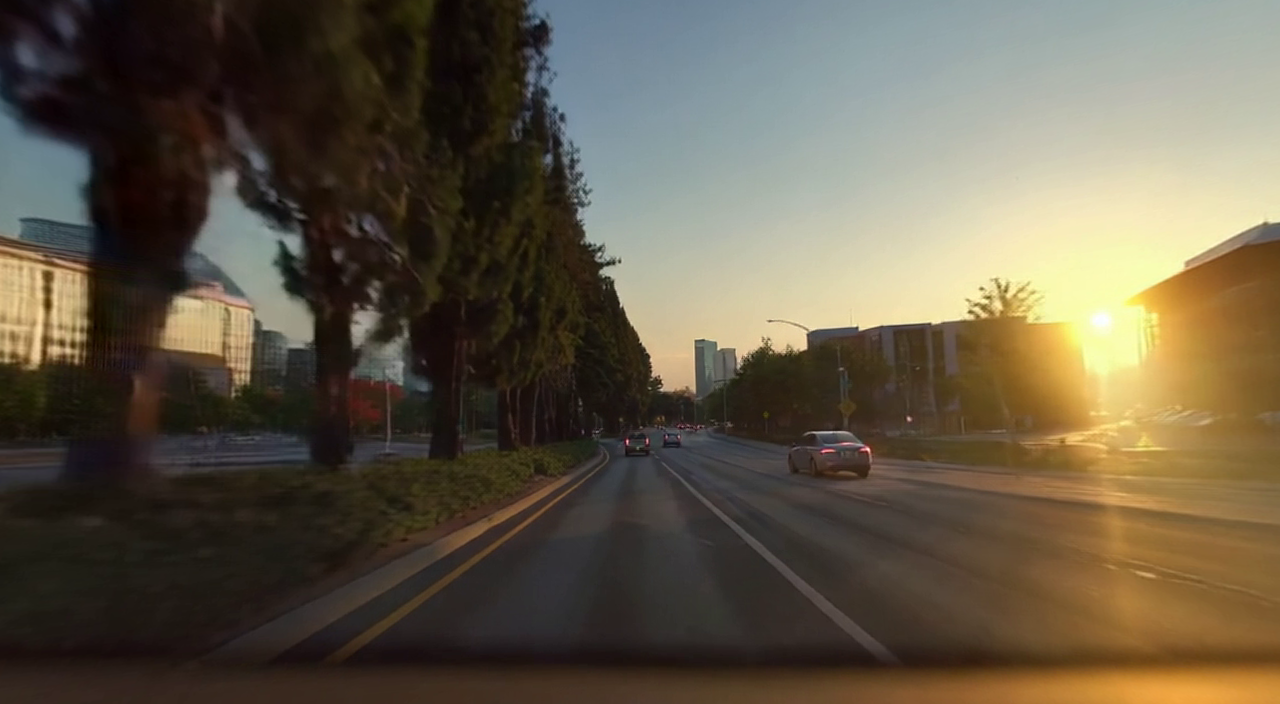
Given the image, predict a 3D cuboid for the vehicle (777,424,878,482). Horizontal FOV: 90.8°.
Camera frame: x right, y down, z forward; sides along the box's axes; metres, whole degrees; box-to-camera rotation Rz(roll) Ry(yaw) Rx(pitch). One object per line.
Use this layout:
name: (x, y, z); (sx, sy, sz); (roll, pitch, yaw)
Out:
vehicle: (6.348, 3.483, 22.007); (2.026, 1.804, 4.565); (0, -8, -1)

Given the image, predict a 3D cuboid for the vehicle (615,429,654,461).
vehicle: (-0.333, 5.686, 38.468); (2.193, 1.794, 4.457); (0, -8, 0)
